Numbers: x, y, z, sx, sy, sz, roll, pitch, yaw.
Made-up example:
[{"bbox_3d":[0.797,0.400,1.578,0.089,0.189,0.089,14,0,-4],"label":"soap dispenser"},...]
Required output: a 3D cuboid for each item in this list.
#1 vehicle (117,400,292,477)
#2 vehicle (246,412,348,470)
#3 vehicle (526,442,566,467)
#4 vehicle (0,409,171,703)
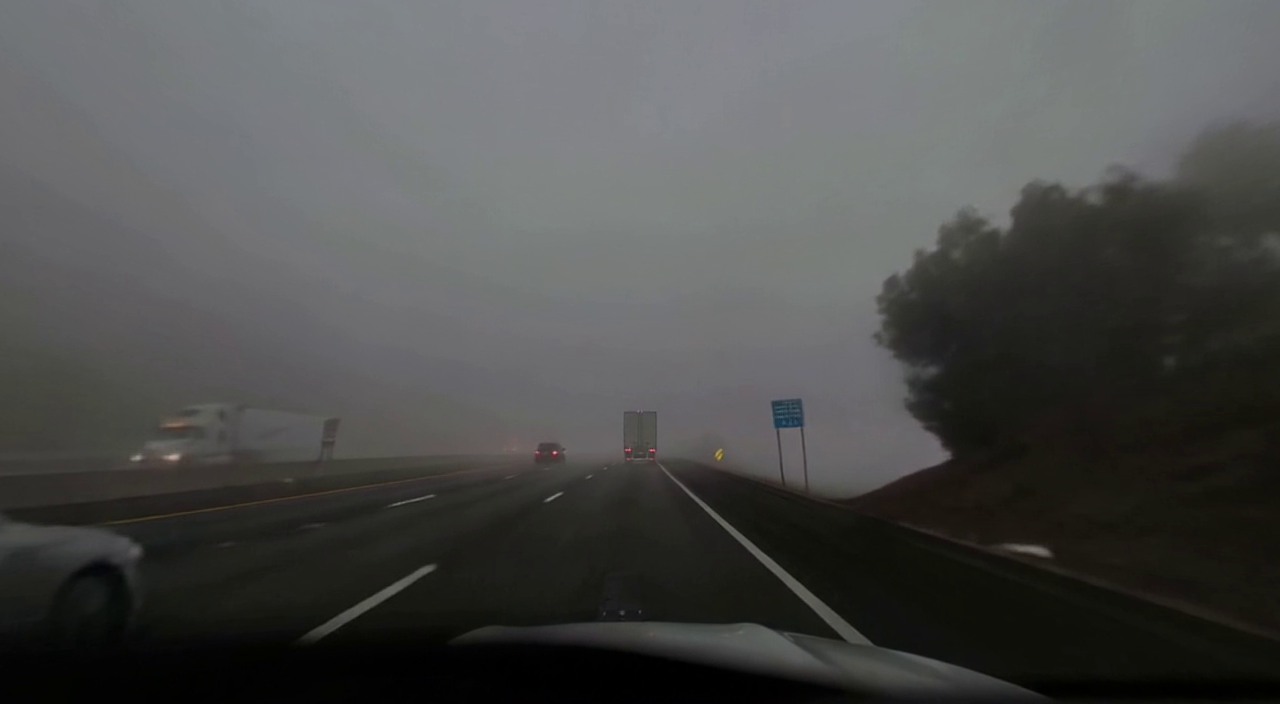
[{"bbox_3d":[-25.381,5.274,37.817,2.961,3.925,10.312,0,-9,1],"label":"vehicle"},{"bbox_3d":[-25.365,6.716,47.262,2.879,3.905,8.219,0,-9,0],"label":"vehicle"},{"bbox_3d":[-6.543,7.208,44.360,2.067,1.676,4.789,0,-9,1],"label":"vehicle"},{"bbox_3d":[-4.066,0.891,2.068,2.024,1.515,3.907,0,-9,0],"label":"vehicle"}]
